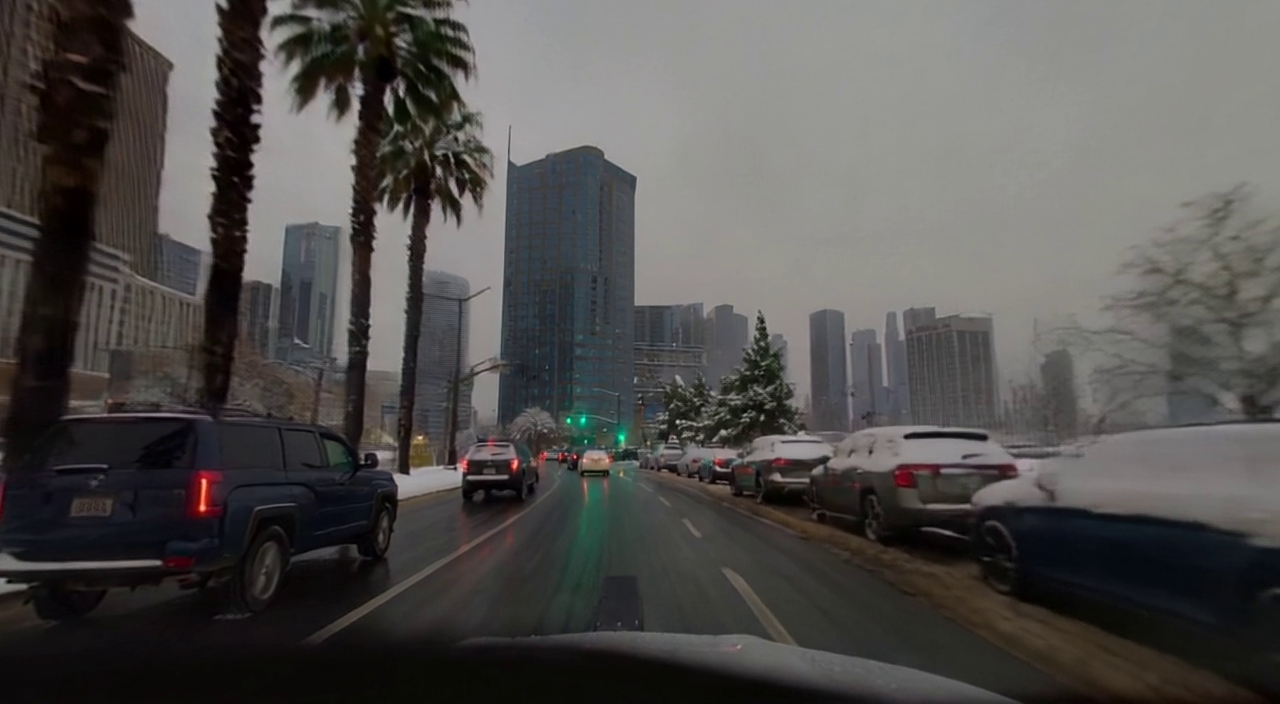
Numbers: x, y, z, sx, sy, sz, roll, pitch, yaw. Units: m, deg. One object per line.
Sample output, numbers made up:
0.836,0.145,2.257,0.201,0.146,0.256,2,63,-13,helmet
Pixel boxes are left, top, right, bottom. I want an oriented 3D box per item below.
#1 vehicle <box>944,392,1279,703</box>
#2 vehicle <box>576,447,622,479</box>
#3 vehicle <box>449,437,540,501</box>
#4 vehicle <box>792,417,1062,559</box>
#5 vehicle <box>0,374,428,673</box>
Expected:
4.091,1.155,4.147,1.773,1.584,4.553,0,-9,-2,vehicle
-2.128,5.563,31.770,2.036,1.461,3.890,1,-9,-7,vehicle
-4.352,3.556,19.548,2.014,1.740,4.392,0,-9,-3,vehicle
3.982,1.978,9.888,1.895,1.663,4.732,0,-9,-1,vehicle
-3.669,1.357,5.982,1.800,1.797,4.224,0,-9,0,vehicle
